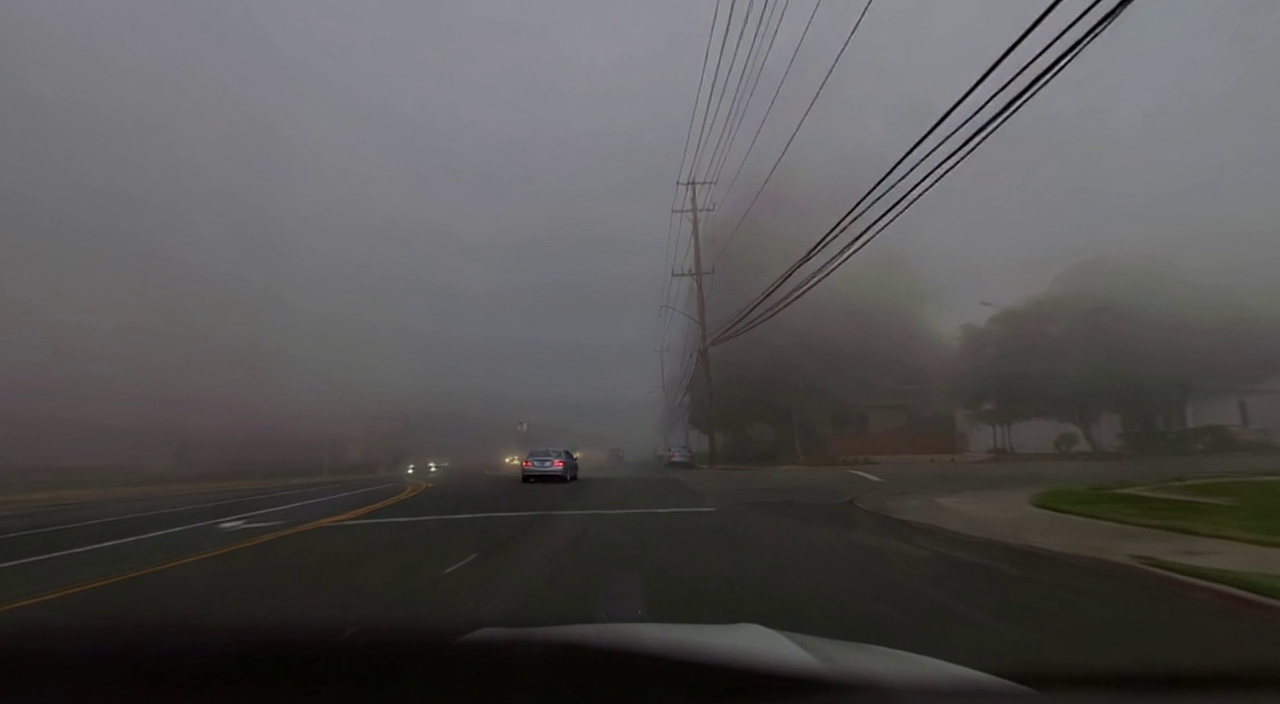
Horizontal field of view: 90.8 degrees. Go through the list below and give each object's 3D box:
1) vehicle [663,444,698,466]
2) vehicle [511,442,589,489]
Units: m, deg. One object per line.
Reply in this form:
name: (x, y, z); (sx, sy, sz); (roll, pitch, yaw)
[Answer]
vehicle: (2.852, 7.362, 45.262); (2.074, 1.450, 4.621); (0, -8, -2)
vehicle: (-3.013, 3.907, 22.160); (2.041, 1.471, 4.602); (0, -8, 0)
